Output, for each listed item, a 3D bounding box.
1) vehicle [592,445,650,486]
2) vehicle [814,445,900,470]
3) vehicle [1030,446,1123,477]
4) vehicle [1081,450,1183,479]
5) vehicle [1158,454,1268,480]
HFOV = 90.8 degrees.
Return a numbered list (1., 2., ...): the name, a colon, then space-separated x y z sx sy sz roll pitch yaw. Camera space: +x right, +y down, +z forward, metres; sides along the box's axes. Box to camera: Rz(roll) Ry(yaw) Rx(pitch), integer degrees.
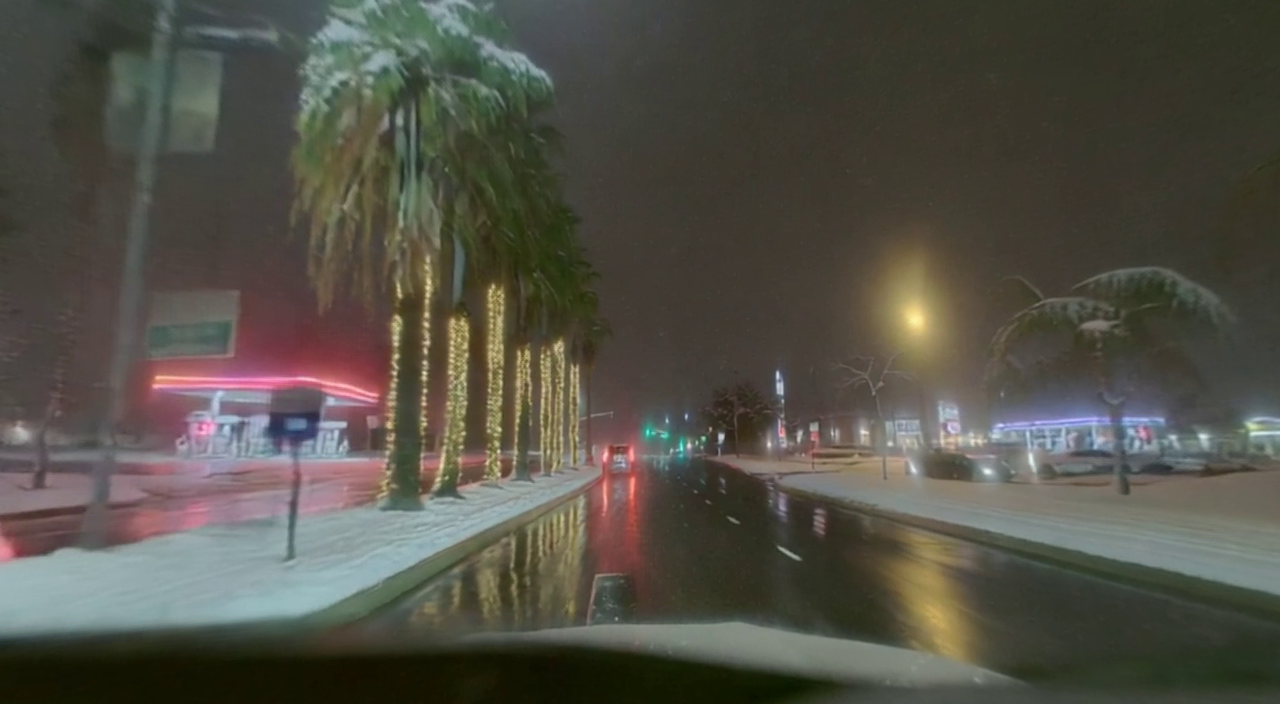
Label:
1. vehicle: -0.897 4.760 26.661 2.073 1.525 4.809 1 -9 -6
2. vehicle: 15.147 7.403 44.304 5.317 1.700 1.901 0 -9 1
3. vehicle: 27.539 6.896 39.956 4.381 1.892 1.942 0 -9 -1
4. vehicle: 29.122 6.661 37.517 4.377 1.633 1.834 0 -9 2
5. vehicle: 33.767 6.787 37.332 4.349 1.460 2.027 0 -10 3
